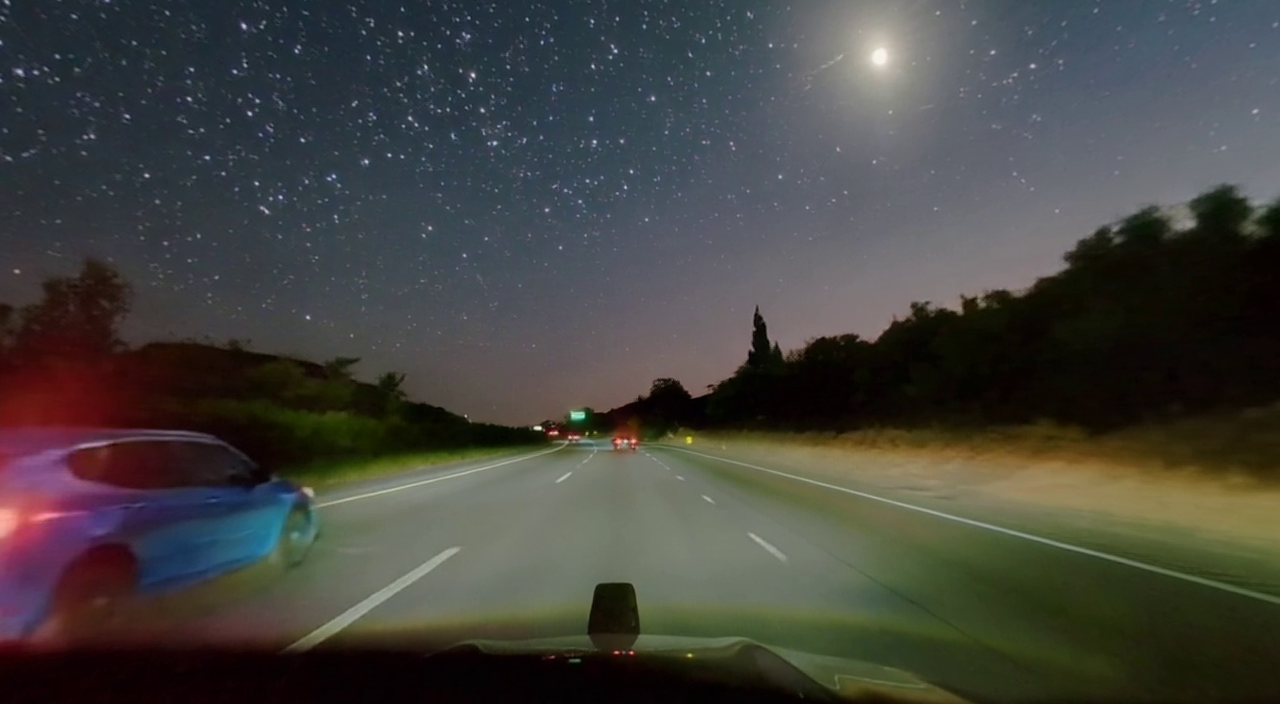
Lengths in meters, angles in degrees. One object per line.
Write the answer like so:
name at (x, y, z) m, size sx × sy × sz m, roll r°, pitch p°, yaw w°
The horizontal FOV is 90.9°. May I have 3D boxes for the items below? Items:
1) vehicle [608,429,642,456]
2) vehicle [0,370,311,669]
vehicle at (-1.020, 5.783, 40.169) m, size 2.041 × 1.618 × 3.898 m, roll 0°, pitch -8°, yaw -3°
vehicle at (-4.543, 1.032, 4.294) m, size 2.039 × 1.627 × 4.844 m, roll 0°, pitch -8°, yaw -1°
